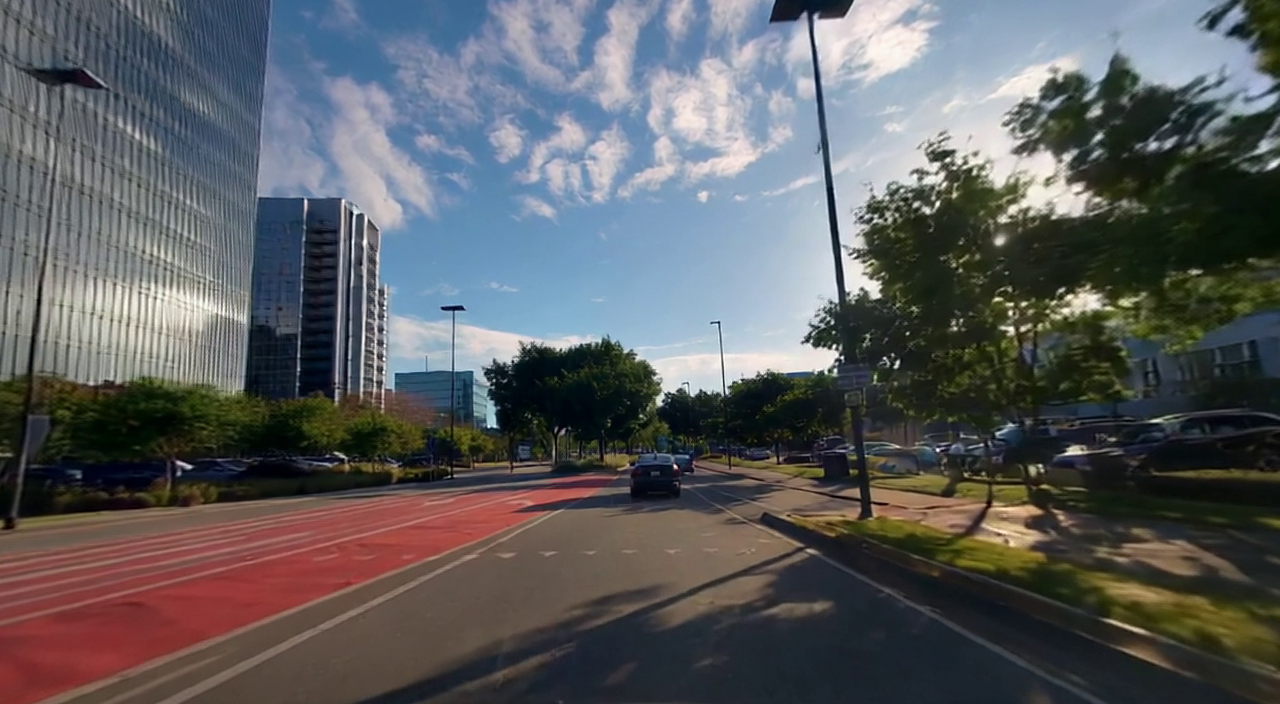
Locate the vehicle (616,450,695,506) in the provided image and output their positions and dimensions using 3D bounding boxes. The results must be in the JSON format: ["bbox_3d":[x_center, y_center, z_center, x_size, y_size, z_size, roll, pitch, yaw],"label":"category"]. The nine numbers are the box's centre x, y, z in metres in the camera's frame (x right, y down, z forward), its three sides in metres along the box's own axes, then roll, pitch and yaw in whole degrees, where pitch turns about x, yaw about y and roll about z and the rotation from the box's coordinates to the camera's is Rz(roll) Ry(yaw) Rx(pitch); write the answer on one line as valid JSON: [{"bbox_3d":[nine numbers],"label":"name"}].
[{"bbox_3d":[0.396,3.636,18.611,2.063,1.442,4.135,0,-9,0],"label":"vehicle"}]
